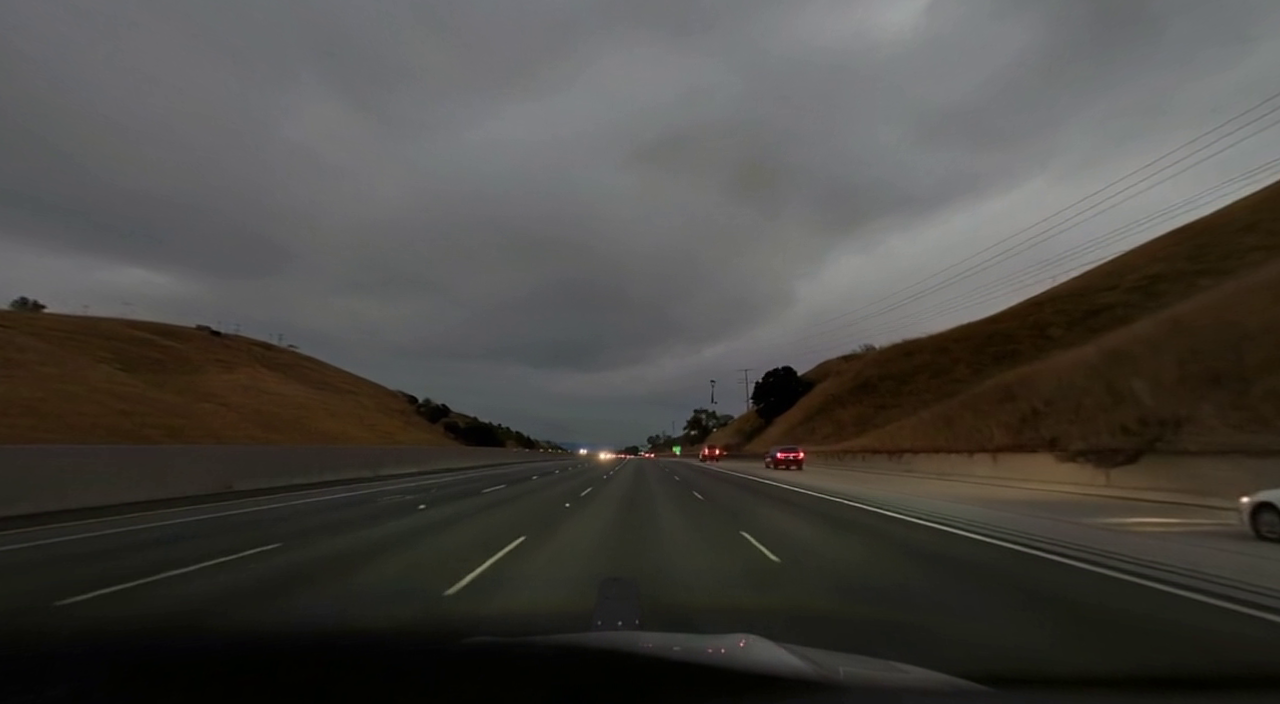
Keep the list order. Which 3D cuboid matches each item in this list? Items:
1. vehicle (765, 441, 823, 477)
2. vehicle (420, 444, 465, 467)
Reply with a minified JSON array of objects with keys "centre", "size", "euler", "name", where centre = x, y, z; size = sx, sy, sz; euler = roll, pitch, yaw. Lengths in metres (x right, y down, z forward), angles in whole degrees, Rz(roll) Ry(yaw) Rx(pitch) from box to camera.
[{"centre":[8.543,5.964,35.317],"size":[2.108,1.870,4.435],"euler":[0,-9,-1],"name":"vehicle"},{"centre":[-14.648,7.681,46.970],"size":[1.871,1.589,4.446],"euler":[0,-9,1],"name":"vehicle"}]
